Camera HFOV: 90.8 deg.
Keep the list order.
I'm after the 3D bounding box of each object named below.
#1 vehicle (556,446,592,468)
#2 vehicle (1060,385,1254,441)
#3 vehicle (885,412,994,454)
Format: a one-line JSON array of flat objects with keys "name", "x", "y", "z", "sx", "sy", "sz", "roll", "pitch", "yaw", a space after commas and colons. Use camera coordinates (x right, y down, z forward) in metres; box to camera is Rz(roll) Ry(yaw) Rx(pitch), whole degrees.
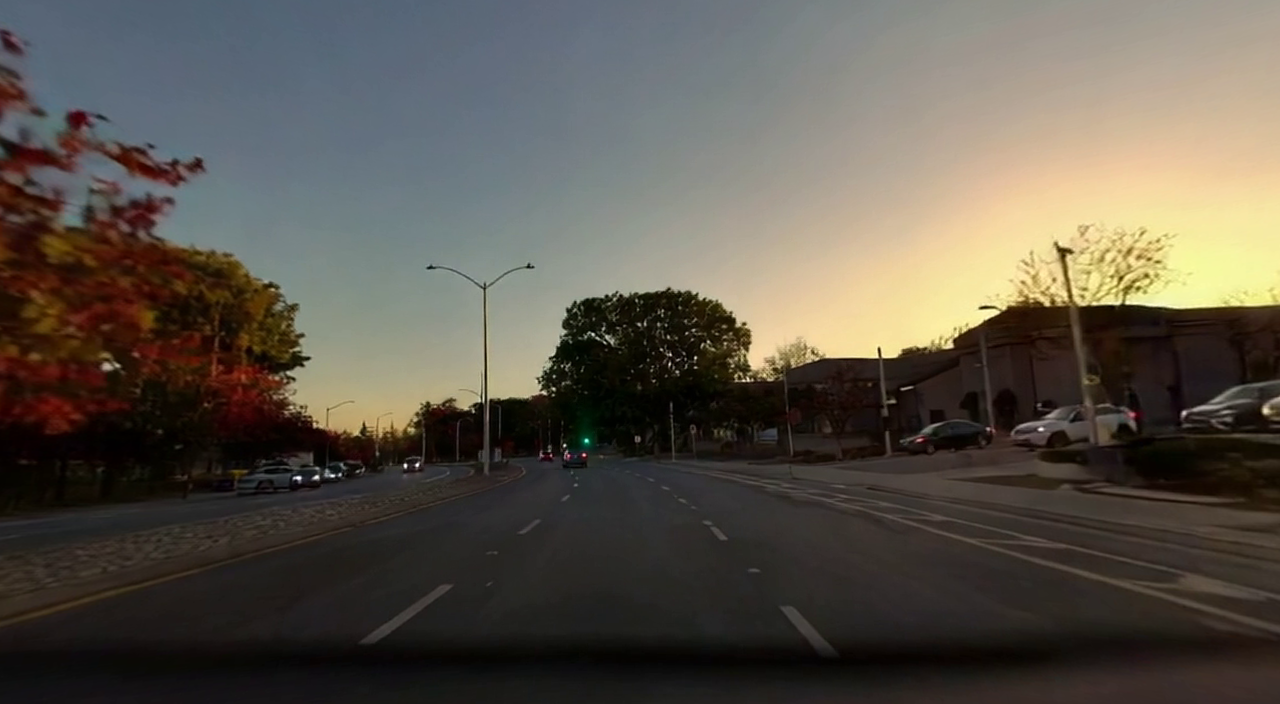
[{"name": "vehicle", "x": -5.203, "y": 8.115, "z": 49.151, "sx": 2.197, "sy": 1.642, "sz": 4.312, "roll": 2, "pitch": -9, "yaw": -13}, {"name": "vehicle", "x": 15.967, "y": 1.934, "z": 19.702, "sx": 4.297, "sy": 1.632, "sz": 1.977, "roll": 0, "pitch": -8, "yaw": -1}, {"name": "vehicle", "x": 16.731, "y": 4.543, "z": 35.544, "sx": 4.922, "sy": 1.749, "sz": 2.145, "roll": -7, "pitch": -7, "yaw": 3}]
